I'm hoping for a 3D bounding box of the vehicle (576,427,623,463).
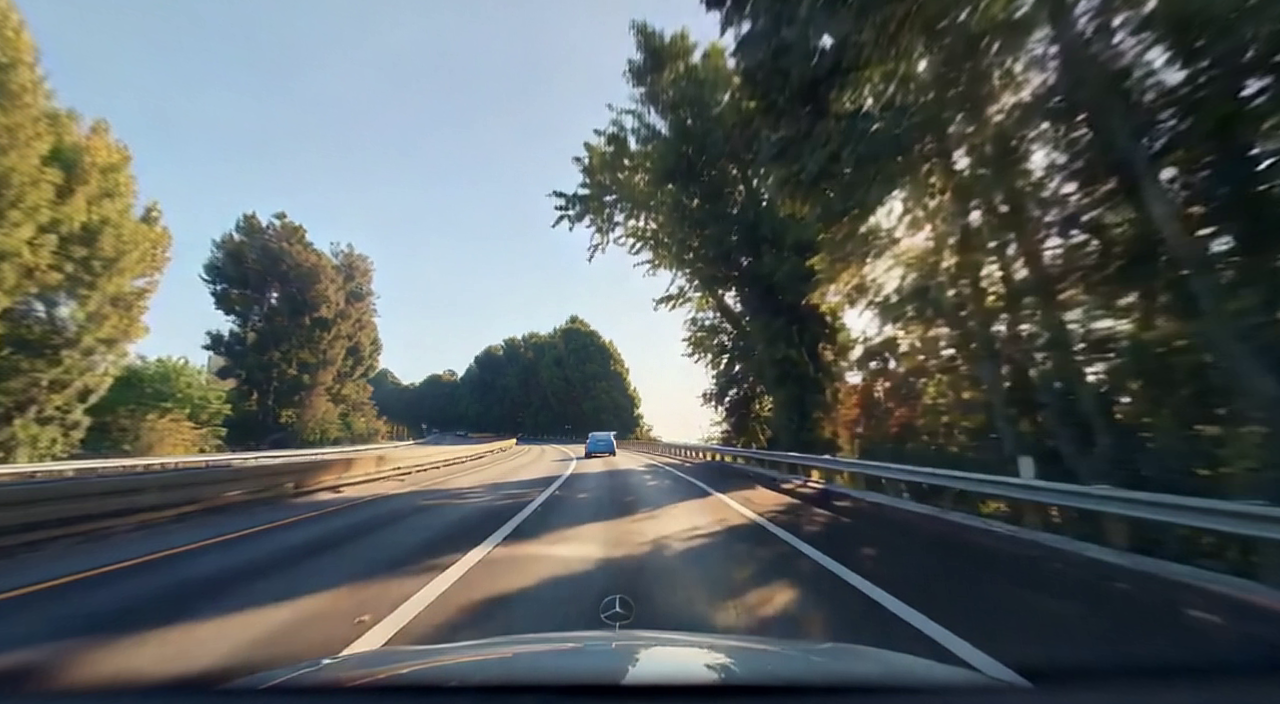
[{"bbox_3d":[-2.325,5.210,35.507,2.452,1.857,4.022,0,-8,-5],"label":"vehicle"}]
